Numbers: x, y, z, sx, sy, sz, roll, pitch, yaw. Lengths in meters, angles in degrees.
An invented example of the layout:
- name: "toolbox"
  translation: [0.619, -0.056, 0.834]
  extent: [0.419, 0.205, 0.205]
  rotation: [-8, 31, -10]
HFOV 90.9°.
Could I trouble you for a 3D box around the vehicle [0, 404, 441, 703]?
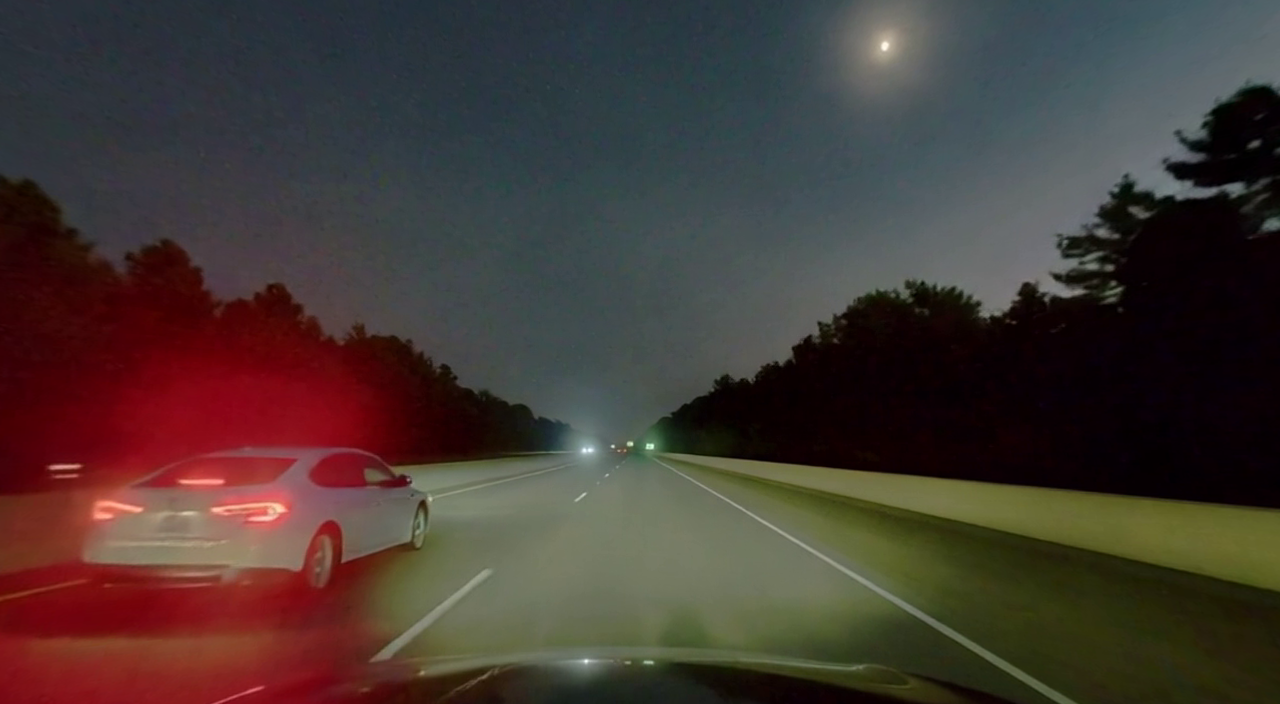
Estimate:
- name: "vehicle"
  translation: [-3.318, 1.338, 5.061]
  extent: [1.977, 1.520, 4.361]
  rotation: [0, -9, 0]
